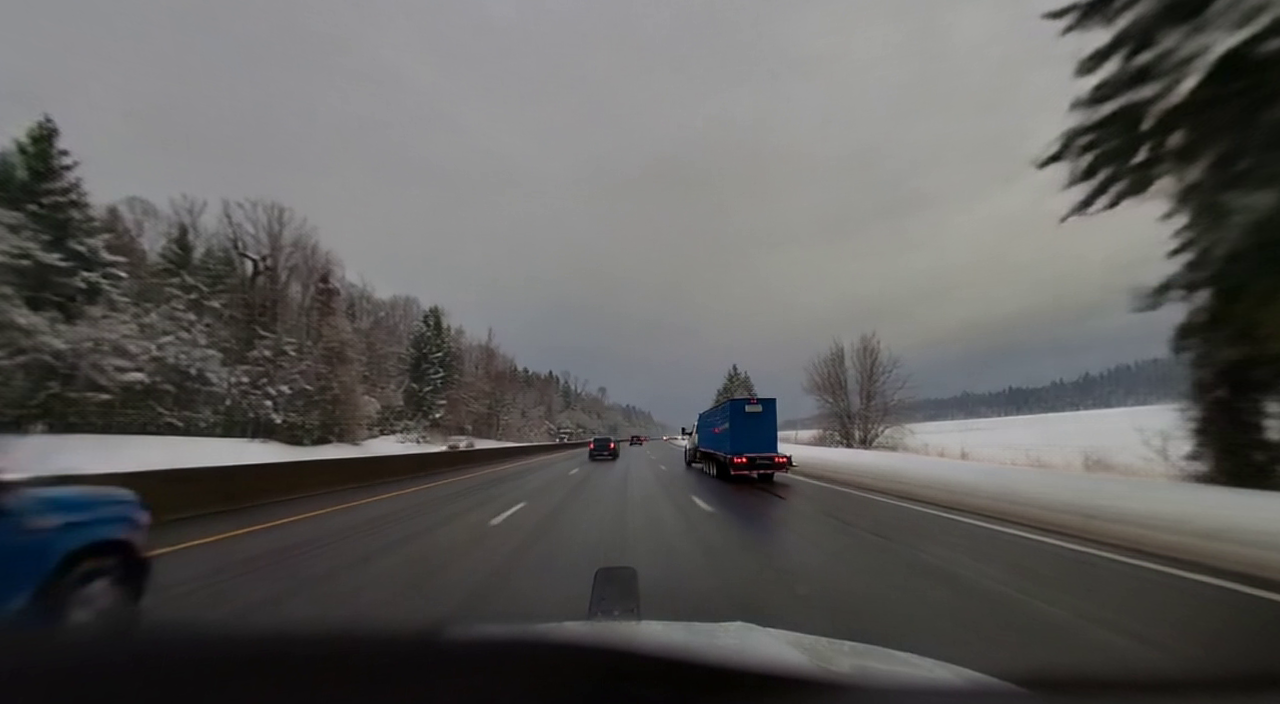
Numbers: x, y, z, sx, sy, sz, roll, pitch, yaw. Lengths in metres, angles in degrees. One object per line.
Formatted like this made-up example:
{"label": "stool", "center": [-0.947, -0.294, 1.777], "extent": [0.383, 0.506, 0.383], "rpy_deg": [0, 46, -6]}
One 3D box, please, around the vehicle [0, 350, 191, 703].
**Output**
{"label": "vehicle", "center": [-3.125, 0.625, 0.852], "extent": [2.008, 1.588, 4.147], "rpy_deg": [0, -8, -1]}

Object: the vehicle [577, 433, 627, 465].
{"label": "vehicle", "center": [-1.882, 5.036, 33.033], "extent": [2.195, 1.529, 4.572], "rpy_deg": [0, -8, 2]}

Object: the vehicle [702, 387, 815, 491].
{"label": "vehicle", "center": [3.136, 2.418, 17.692], "extent": [2.256, 2.568, 4.049], "rpy_deg": [0, -8, -1]}
